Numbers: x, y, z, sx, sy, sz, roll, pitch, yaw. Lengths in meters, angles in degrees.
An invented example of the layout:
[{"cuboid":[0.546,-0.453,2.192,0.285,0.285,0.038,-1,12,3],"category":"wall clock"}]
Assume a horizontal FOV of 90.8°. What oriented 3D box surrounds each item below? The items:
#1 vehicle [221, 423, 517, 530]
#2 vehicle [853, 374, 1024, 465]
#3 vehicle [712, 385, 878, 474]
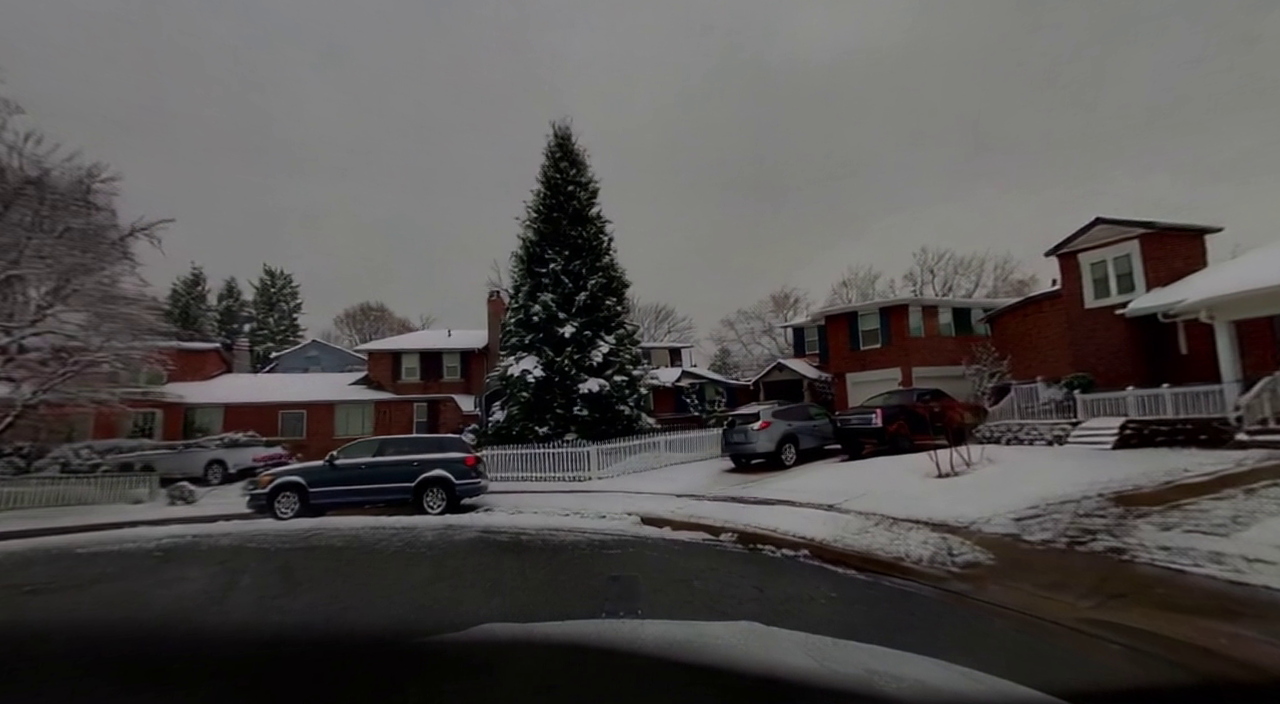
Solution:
[{"cuboid":[-5.108,2.372,12.382,4.815,1.827,2.147,-1,-9,8],"category":"vehicle"},{"cuboid":[7.414,1.577,15.479,4.495,1.773,2.152,0,-6,-44],"category":"vehicle"},{"cuboid":[4.067,1.914,16.126,2.310,1.701,4.280,-10,-6,39],"category":"vehicle"}]
